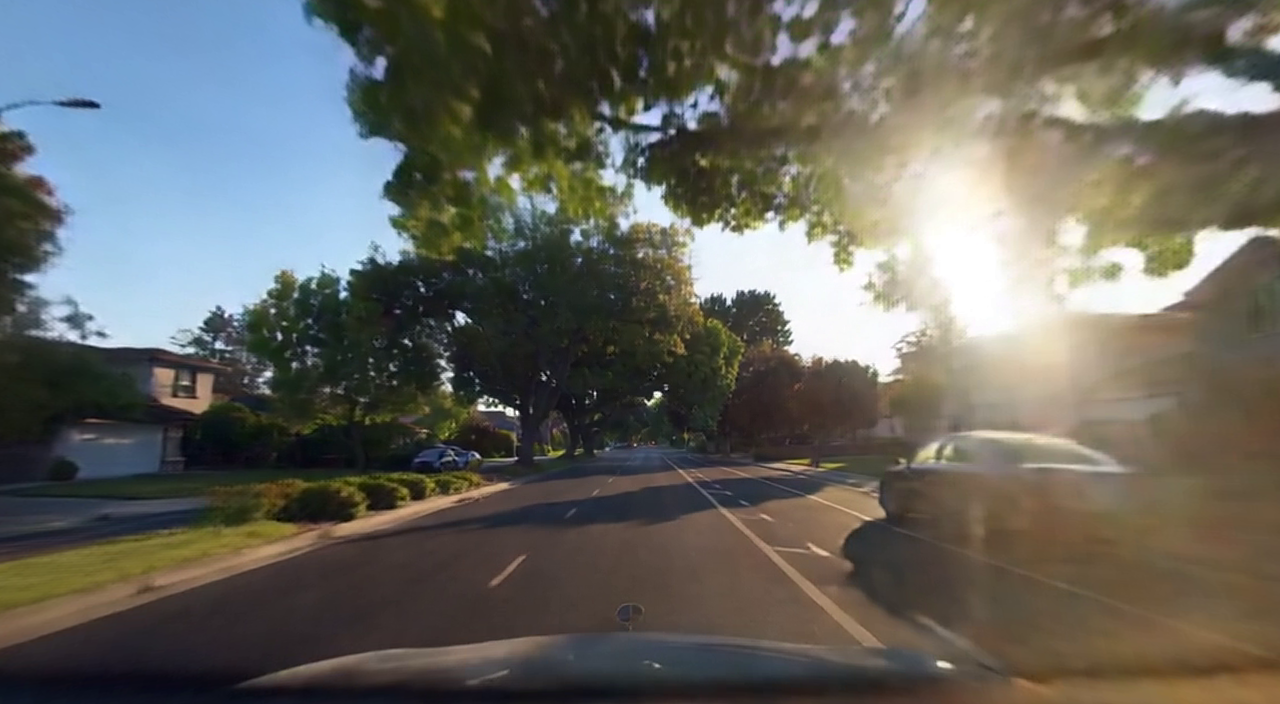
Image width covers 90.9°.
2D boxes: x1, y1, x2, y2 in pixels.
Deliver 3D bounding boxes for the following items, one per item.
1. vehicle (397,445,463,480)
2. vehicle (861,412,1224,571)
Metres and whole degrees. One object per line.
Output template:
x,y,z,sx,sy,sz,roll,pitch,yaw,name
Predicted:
-11.428,6.007,34.722,2.023,1.629,4.822,-2,-7,0,vehicle
5.169,1.834,9.164,2.104,1.687,4.636,0,-8,-1,vehicle
